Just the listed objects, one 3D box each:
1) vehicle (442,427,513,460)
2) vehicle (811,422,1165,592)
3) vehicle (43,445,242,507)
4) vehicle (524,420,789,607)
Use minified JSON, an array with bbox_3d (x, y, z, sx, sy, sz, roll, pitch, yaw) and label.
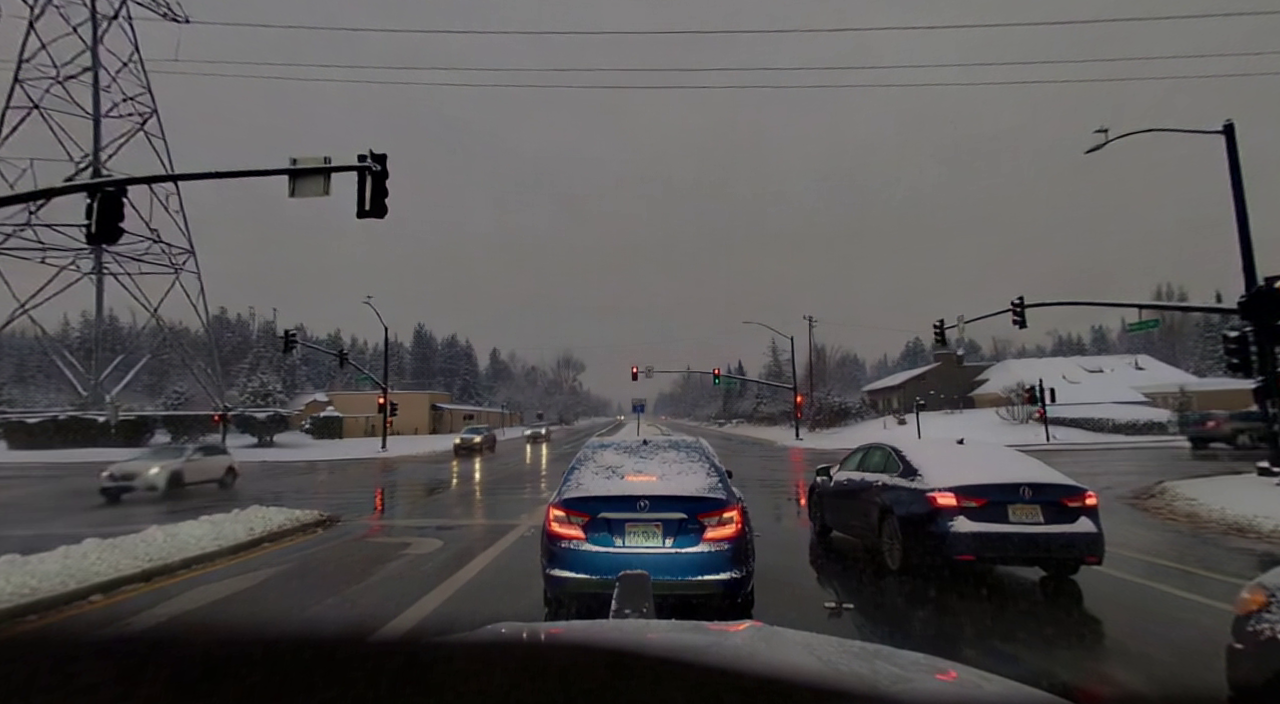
[{"bbox_3d":[-9.354,5.362,36.875,2.269,1.716,5.700,-1,-8,4],"label":"vehicle"},{"bbox_3d":[3.658,1.681,7.717,1.835,1.473,4.190,0,-8,-2],"label":"vehicle"},{"bbox_3d":[-13.633,3.374,17.715,1.907,1.487,4.392,0,-8,1],"label":"vehicle"},{"bbox_3d":[0.117,1.594,7.123,2.117,1.474,4.036,0,-8,0],"label":"vehicle"}]
